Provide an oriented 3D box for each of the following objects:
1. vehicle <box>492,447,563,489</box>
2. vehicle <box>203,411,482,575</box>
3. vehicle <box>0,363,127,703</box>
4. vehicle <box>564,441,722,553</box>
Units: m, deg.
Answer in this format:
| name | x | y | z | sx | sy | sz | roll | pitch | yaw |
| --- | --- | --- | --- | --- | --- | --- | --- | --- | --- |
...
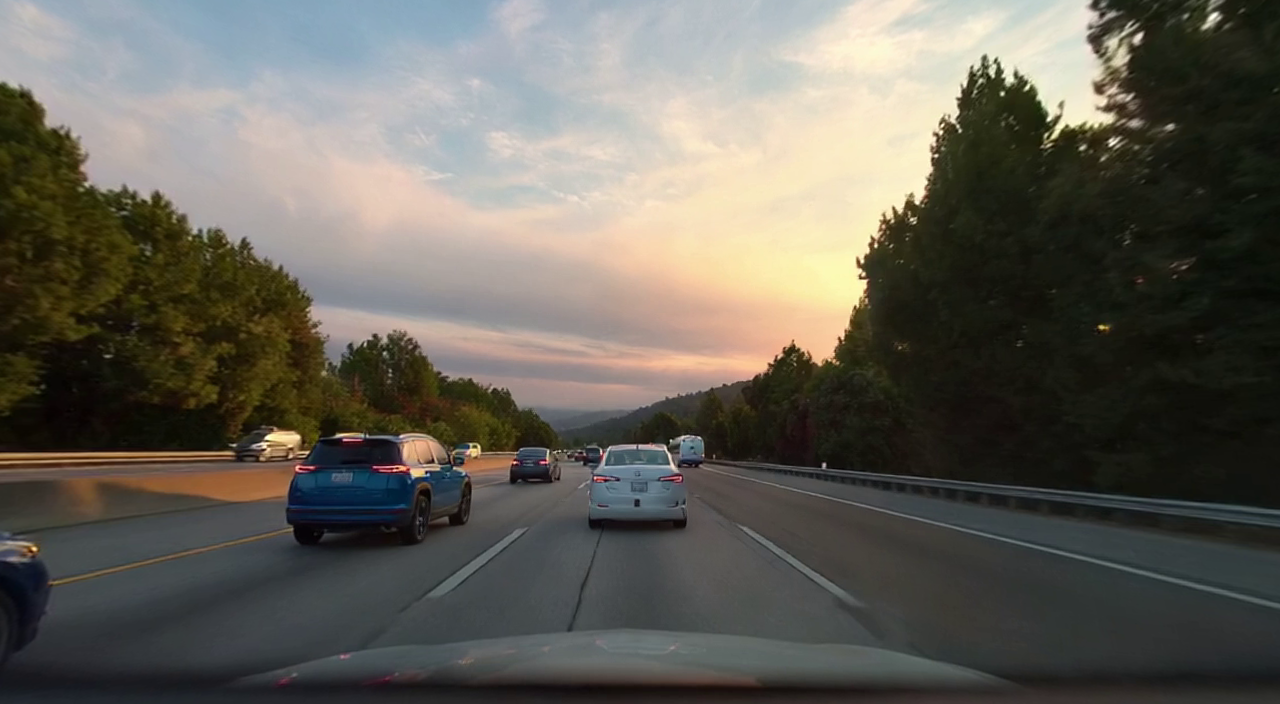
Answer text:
| name | x | y | z | sx | sy | sz | roll | pitch | yaw |
| --- | --- | --- | --- | --- | --- | --- | --- | --- | --- |
| vehicle | -4.333 | 4.535 | 24.940 | 2.122 | 1.491 | 3.800 | 0 | -9 | 0 |
| vehicle | -3.663 | 1.808 | 8.777 | 1.830 | 1.703 | 4.142 | 0 | -9 | 0 |
| vehicle | -4.203 | 0.666 | 1.558 | 1.919 | 1.714 | 4.690 | 0 | -9 | -1 |
| vehicle | -0.011 | 2.294 | 10.661 | 2.120 | 1.478 | 4.179 | 0 | -9 | -2 |
